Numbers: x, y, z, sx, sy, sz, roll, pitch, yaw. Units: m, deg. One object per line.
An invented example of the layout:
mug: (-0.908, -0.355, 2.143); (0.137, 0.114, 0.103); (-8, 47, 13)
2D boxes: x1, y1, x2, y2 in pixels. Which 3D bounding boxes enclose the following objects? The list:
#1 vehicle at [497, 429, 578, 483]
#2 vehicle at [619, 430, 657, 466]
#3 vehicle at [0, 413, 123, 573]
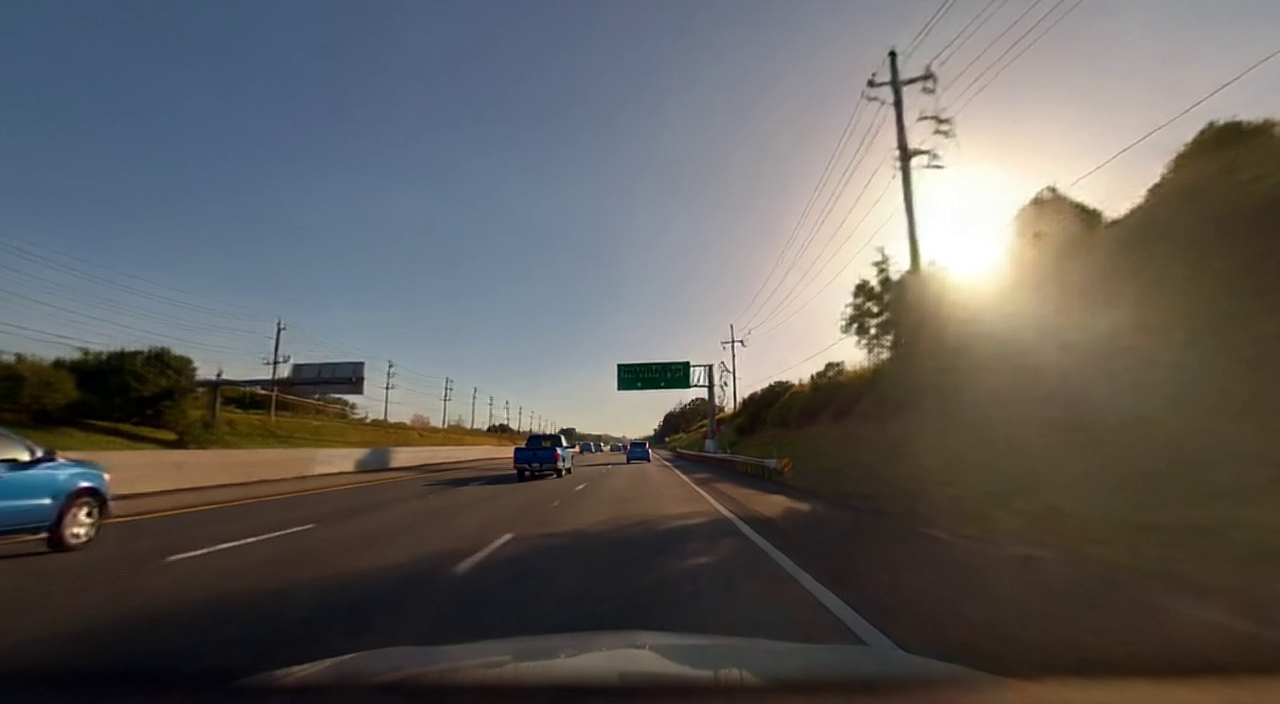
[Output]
vehicle: (-3.726, 3.905, 24.074); (2.204, 1.812, 5.289); (0, -8, 0)
vehicle: (-0.140, 6.185, 40.836); (2.358, 2.144, 4.713); (0, -8, 0)
vehicle: (-7.500, 1.314, 5.619); (2.013, 1.609, 4.446); (0, -8, 0)
